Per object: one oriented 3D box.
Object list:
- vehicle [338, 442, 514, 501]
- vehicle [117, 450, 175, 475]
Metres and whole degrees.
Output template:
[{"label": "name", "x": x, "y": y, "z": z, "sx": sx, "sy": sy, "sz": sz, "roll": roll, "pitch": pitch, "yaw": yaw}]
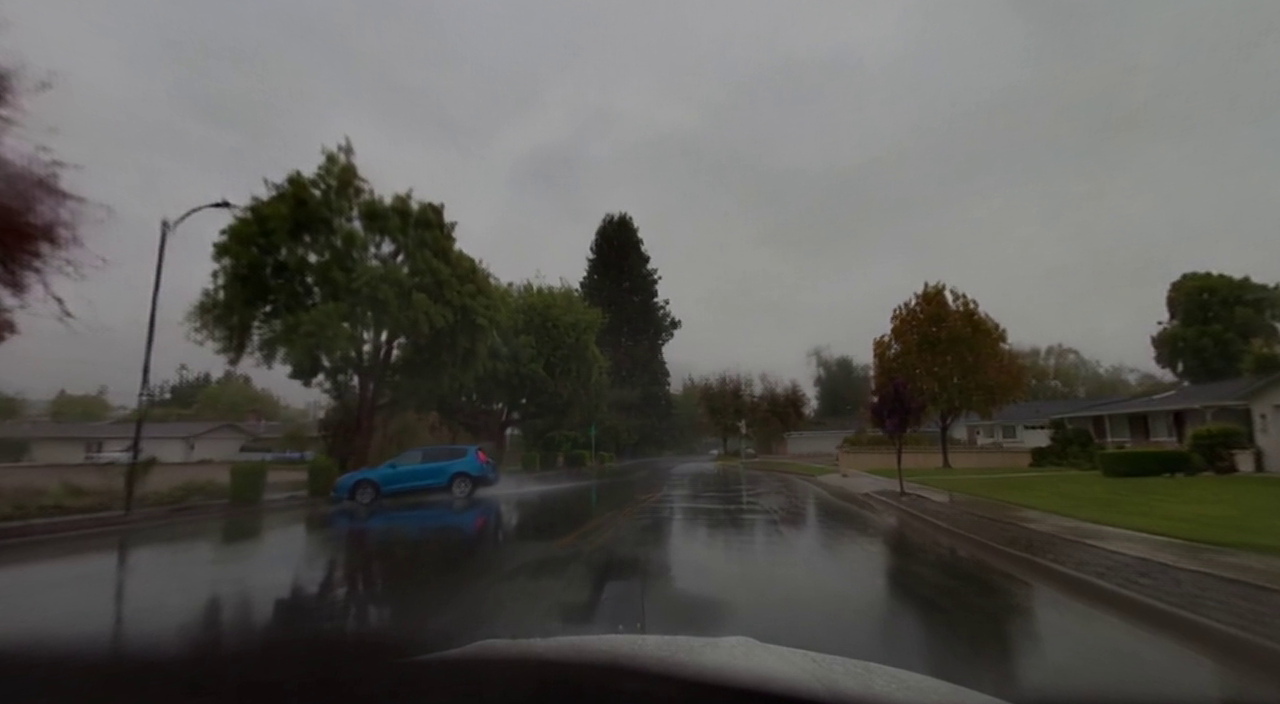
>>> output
[{"label": "vehicle", "x": -6.459, "y": 3.626, "z": 19.403, "sx": 4.692, "sy": 1.660, "sz": 1.879, "roll": -1, "pitch": -9, "yaw": 5}, {"label": "vehicle", "x": -31.950, "y": 7.068, "z": 40.791, "sx": 4.764, "sy": 1.487, "sz": 2.002, "roll": -8, "pitch": -12, "yaw": 42}]
